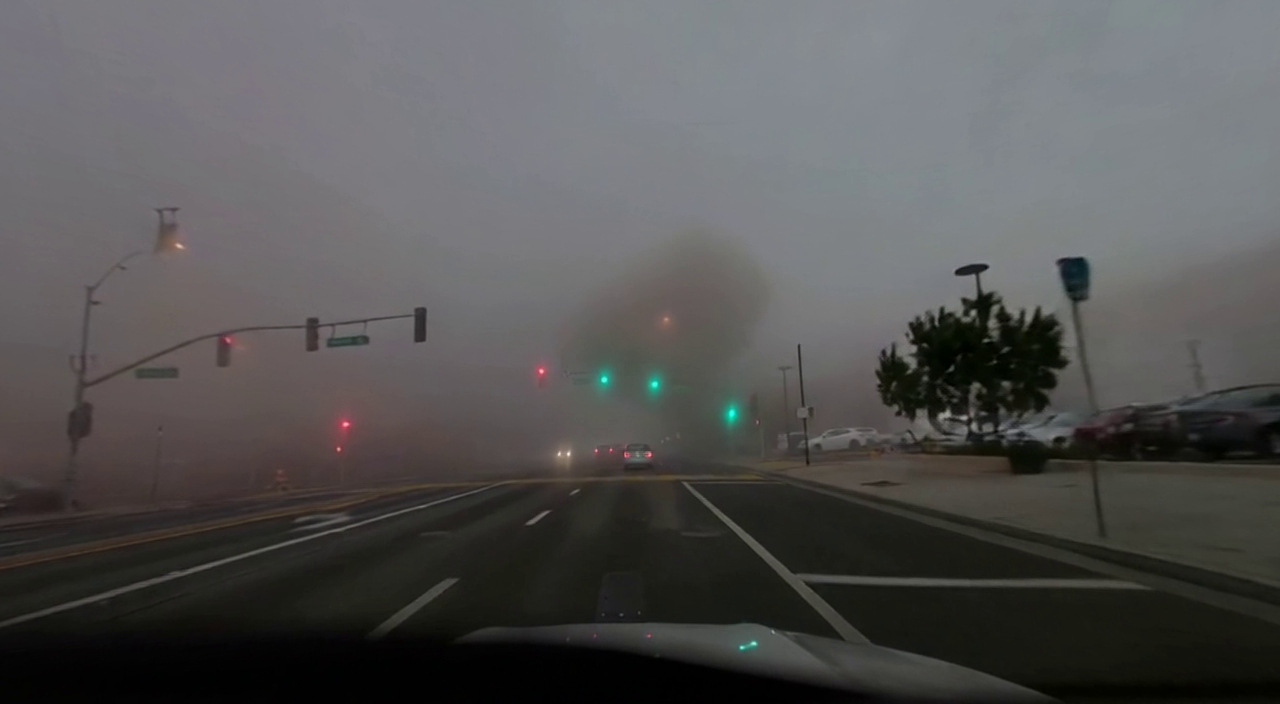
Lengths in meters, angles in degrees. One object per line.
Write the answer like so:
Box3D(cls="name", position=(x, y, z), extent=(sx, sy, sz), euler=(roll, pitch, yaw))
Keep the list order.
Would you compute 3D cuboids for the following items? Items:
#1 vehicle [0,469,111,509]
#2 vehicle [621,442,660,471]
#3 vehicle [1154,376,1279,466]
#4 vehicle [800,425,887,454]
Box3D(cls="vehicle", position=(-26.033, 5.886, 27.259), extent=(2.007, 1.466, 4.543), euler=(-8, -11, 40))
Box3D(cls="vehicle", position=(0.022, 5.666, 34.474), extent=(1.977, 1.451, 4.032), euler=(0, -9, 0))
Box3D(cls="vehicle", position=(12.922, 1.346, 12.007), extent=(4.466, 1.553, 2.060), euler=(0, -9, -1))
Box3D(cls="vehicle", position=(13.196, 5.699, 41.229), extent=(4.852, 1.805, 2.155), euler=(0, -9, -2))
